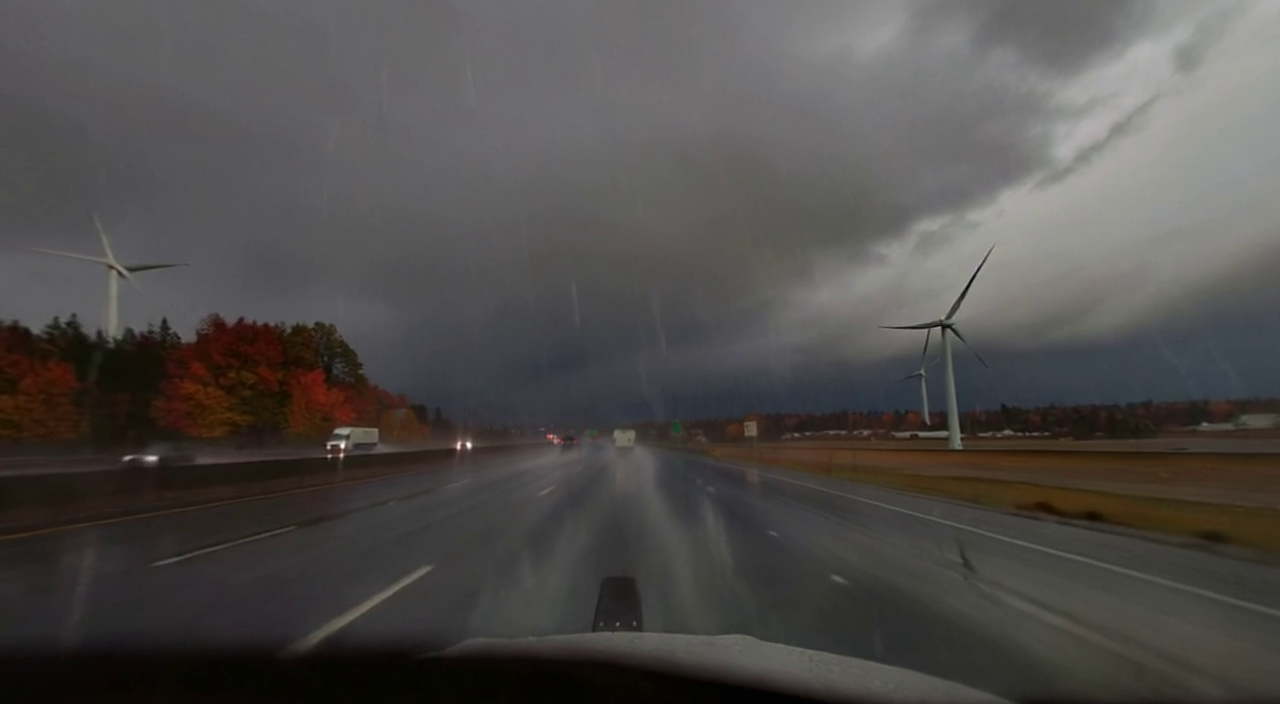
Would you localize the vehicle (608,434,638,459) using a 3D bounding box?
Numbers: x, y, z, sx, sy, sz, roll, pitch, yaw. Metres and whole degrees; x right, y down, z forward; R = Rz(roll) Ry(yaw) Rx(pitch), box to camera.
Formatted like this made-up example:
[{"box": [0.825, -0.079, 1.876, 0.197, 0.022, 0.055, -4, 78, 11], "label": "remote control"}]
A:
[{"box": [-1.311, 7.316, 48.829, 2.213, 1.774, 4.563, 0, -8, -1], "label": "vehicle"}]

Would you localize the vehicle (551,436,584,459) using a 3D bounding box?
[{"box": [-5.432, 7.181, 47.422, 2.062, 1.622, 4.153, 0, -8, -1], "label": "vehicle"}]

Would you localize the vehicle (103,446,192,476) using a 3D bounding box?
[{"box": [-28.755, 6.364, 36.917, 1.851, 1.595, 4.296, 0, -8, -3], "label": "vehicle"}]
